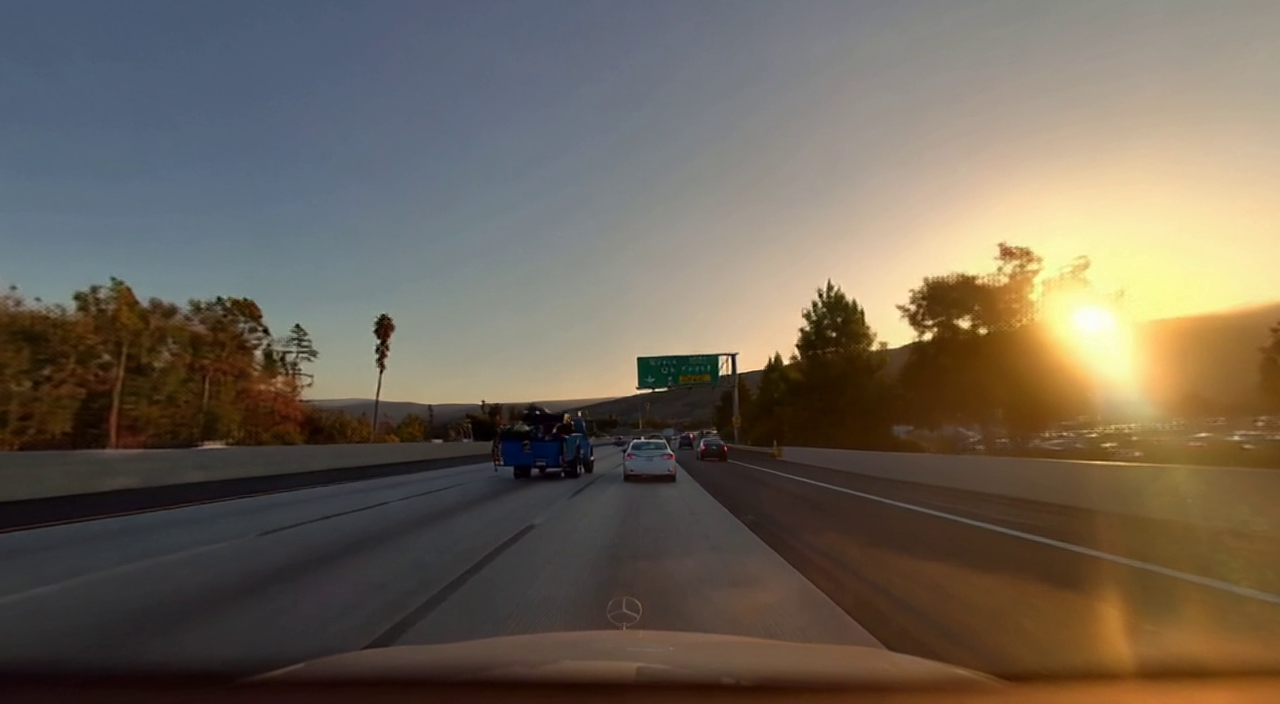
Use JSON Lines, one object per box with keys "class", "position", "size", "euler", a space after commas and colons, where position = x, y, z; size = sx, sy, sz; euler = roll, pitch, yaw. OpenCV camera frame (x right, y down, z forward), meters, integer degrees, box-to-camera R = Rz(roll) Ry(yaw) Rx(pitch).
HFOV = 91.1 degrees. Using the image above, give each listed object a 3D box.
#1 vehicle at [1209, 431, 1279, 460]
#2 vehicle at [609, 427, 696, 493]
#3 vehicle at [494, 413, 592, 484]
{"class": "vehicle", "position": [37.446, 5.615, 37.672], "size": [4.374, 1.696, 2.169], "euler": [0, -8, 0]}
{"class": "vehicle", "position": [0.326, 3.031, 18.021], "size": [2.165, 1.653, 4.456], "euler": [0, -8, 0]}
{"class": "vehicle", "position": [-3.181, 3.364, 22.033], "size": [2.526, 2.146, 5.594], "euler": [0, -8, 0]}
